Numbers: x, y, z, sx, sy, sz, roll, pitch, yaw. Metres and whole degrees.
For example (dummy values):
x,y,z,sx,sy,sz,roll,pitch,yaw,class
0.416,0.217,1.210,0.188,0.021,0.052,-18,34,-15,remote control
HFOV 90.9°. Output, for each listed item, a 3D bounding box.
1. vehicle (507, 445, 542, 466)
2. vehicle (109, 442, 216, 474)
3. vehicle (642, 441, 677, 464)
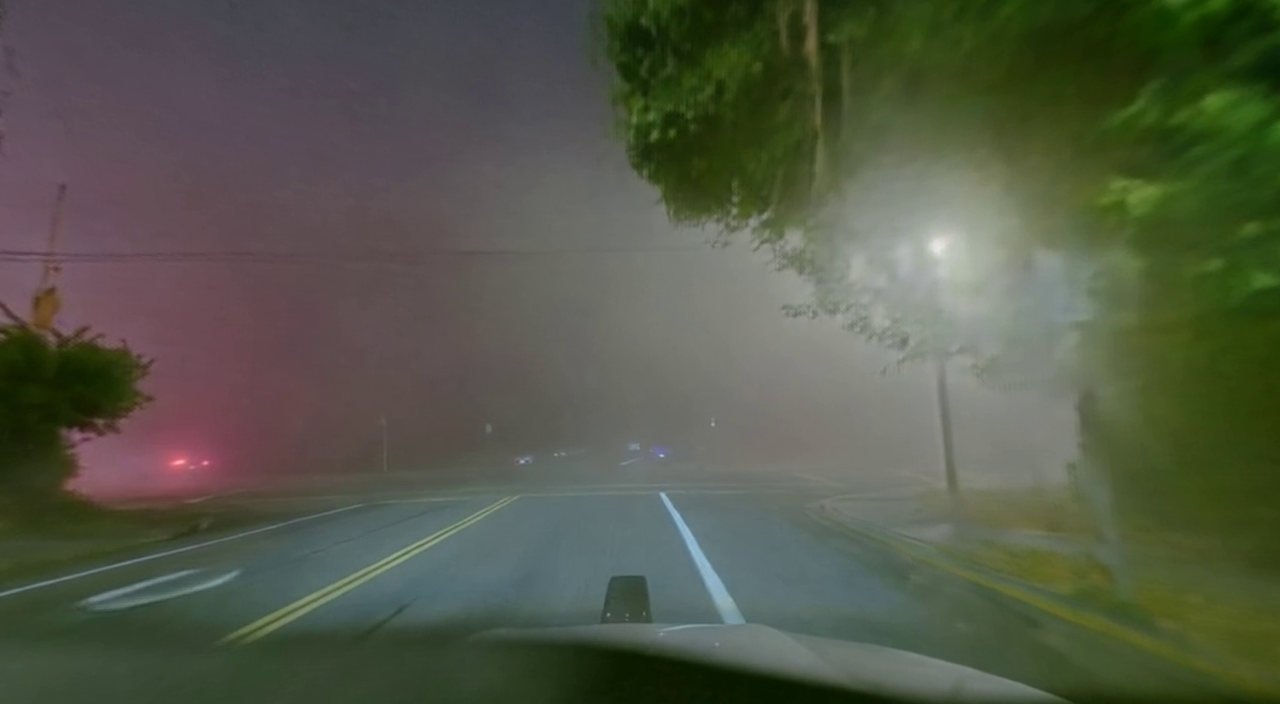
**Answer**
x,y,z,sx,sy,sz,roll,pitch,yaw,class
-8.762,7.871,48.208,2.102,1.507,4.049,0,-8,-3,vehicle
-28.021,6.203,37.065,4.986,1.796,2.066,-1,-8,11,vehicle
1.277,6.825,43.028,2.051,1.461,4.100,0,-8,-2,vehicle
